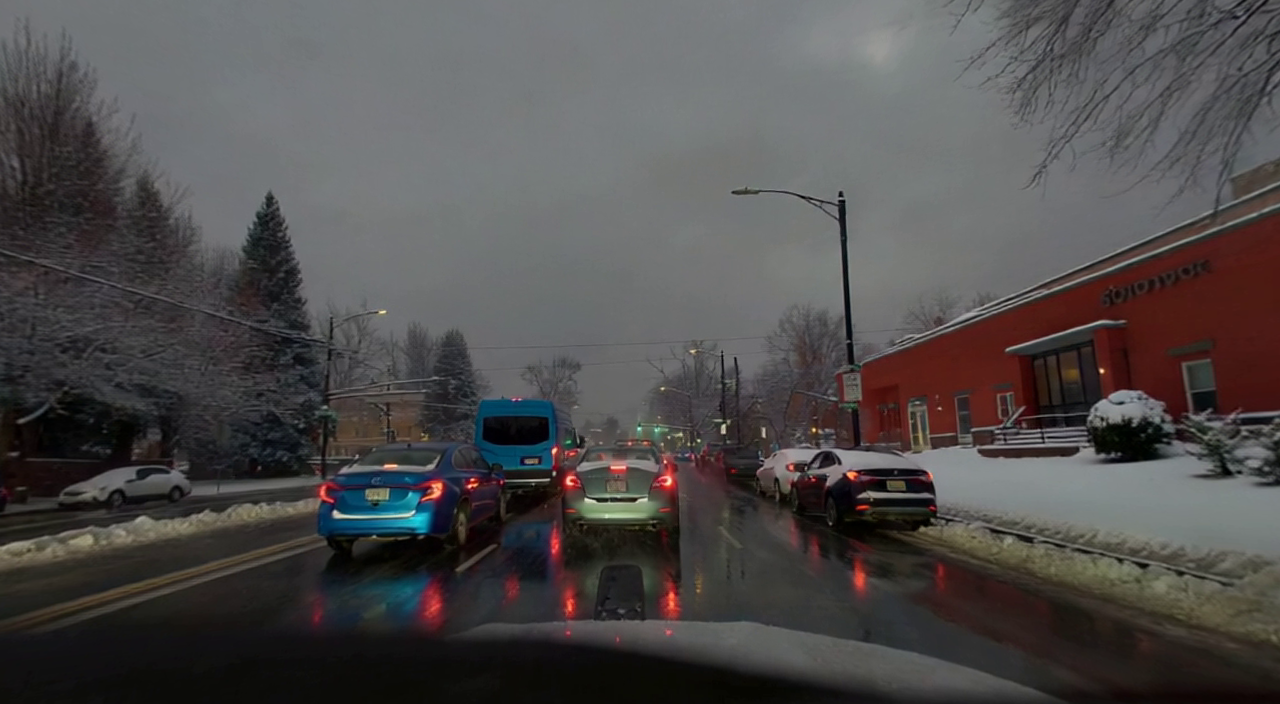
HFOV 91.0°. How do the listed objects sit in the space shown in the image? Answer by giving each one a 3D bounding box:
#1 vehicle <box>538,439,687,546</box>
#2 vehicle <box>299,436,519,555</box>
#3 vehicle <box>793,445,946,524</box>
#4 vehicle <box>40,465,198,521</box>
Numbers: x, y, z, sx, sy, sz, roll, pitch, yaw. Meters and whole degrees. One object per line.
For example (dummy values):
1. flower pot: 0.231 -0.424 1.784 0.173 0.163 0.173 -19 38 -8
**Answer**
1. vehicle: -0.387 2.351 11.227 2.152 1.518 4.113 0 -9 0
2. vehicle: -3.519 2.259 10.694 1.995 1.554 4.426 0 -9 1
3. vehicle: 4.908 2.864 14.178 1.832 1.491 4.054 1 -9 -1
4. vehicle: -17.869 4.811 21.923 1.802 1.609 4.284 0 -9 0
